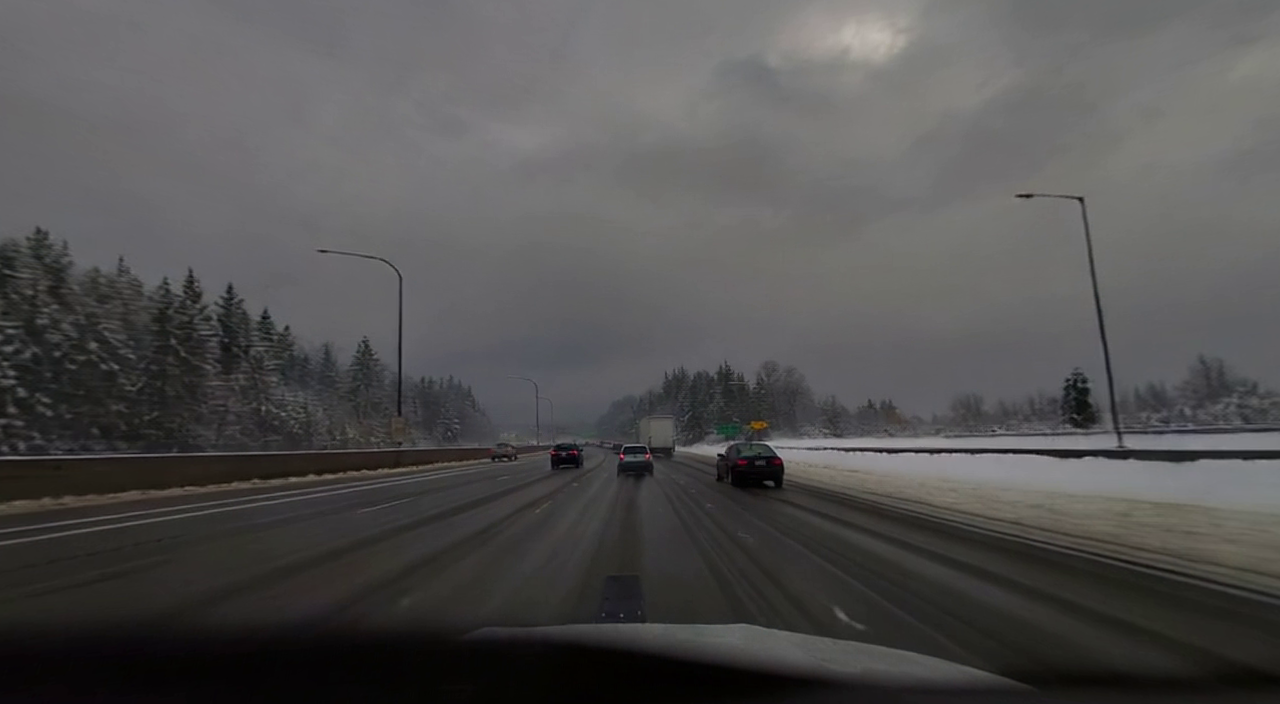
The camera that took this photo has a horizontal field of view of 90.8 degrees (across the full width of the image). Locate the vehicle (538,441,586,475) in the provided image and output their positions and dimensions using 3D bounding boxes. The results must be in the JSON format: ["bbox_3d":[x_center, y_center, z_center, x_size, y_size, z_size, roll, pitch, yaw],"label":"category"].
[{"bbox_3d":[-4.099,5.642,33.918,1.988,1.696,4.754,0,-9,0],"label":"vehicle"}]

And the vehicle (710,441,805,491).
[{"bbox_3d":[3.760,3.748,21.157,2.146,1.482,4.665,0,-9,-2],"label":"vehicle"}]

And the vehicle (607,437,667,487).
[{"bbox_3d":[-0.132,4.152,24.236,2.103,1.717,4.399,0,-9,-1],"label":"vehicle"}]
